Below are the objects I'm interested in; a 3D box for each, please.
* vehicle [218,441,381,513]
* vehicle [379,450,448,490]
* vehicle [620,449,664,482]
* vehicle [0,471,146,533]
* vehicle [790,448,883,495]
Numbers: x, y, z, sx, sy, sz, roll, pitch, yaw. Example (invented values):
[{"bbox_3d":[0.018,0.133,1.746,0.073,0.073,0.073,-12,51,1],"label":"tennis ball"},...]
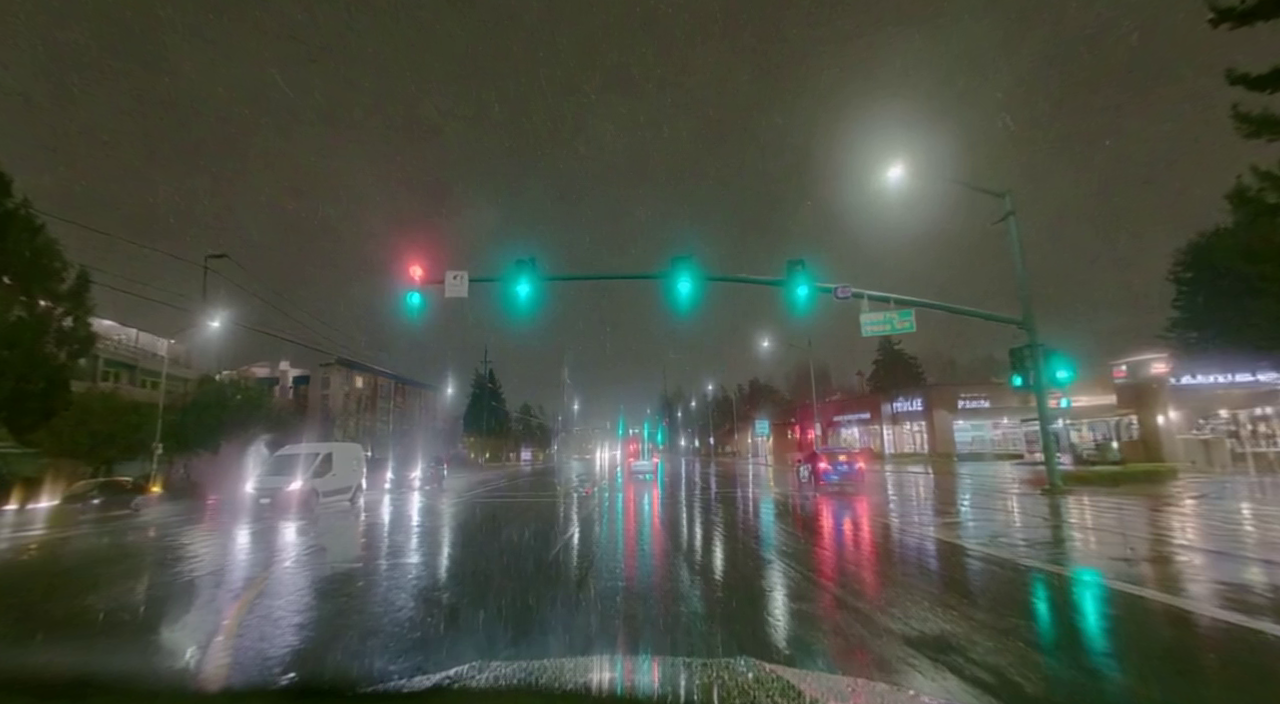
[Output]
[{"bbox_3d":[-10.938,4.003,20.959,2.345,2.052,5.396,0,-8,0],"label":"vehicle"},{"bbox_3d":[-10.968,5.735,30.958,1.911,1.779,4.067,0,-8,-1],"label":"vehicle"},{"bbox_3d":[0.067,5.622,31.479,2.027,1.494,3.942,0,-8,-1],"label":"vehicle"},{"bbox_3d":[-17.788,4.431,19.157,1.857,1.433,4.465,0,-8,2],"label":"vehicle"},{"bbox_3d":[6.684,4.081,21.983,1.849,1.464,4.119,0,-8,-1],"label":"vehicle"}]
